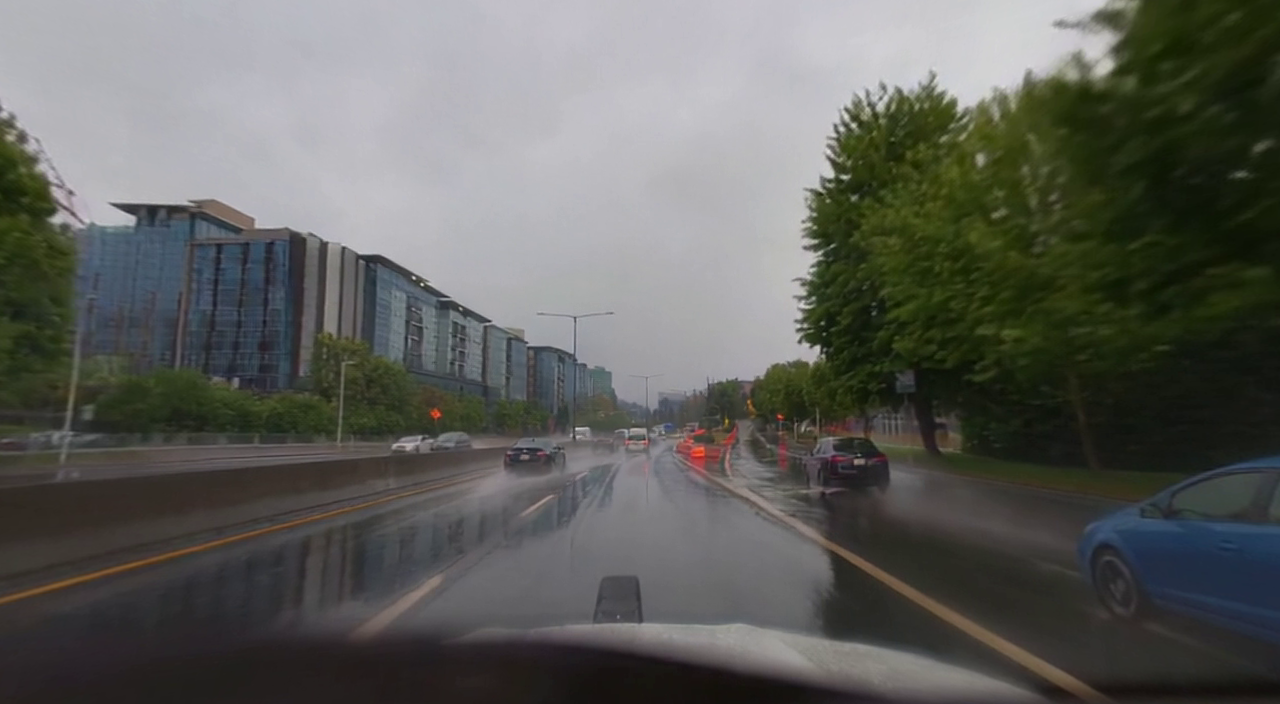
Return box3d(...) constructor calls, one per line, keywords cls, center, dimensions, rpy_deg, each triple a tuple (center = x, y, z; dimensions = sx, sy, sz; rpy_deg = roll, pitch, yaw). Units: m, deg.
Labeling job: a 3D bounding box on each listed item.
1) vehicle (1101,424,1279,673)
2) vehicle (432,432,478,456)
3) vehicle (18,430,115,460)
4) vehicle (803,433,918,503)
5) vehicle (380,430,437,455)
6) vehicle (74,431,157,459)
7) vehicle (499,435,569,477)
box3d(cls="vehicle", center=(4.668, 1.098, 3.198), dimensions=(1.784, 1.471, 3.935), rpy_deg=(0, -8, 3))
box3d(cls="vehicle", center=(-13.333, 6.640, 45.683), dimensions=(1.857, 1.657, 4.331), rpy_deg=(0, -8, 3))
box3d(cls="vehicle", center=(-33.712, 5.477, 37.165), dimensions=(1.806, 1.653, 3.792), rpy_deg=(-1, -8, 9))
box3d(cls="vehicle", center=(5.284, 2.768, 15.582), dimensions=(1.913, 1.499, 3.581), rpy_deg=(-1, -8, 7))
box3d(cls="vehicle", center=(-17.052, 6.669, 46.661), dimensions=(2.237, 1.776, 4.812), rpy_deg=(0, -8, 2))
box3d(cls="vehicle", center=(-31.049, 5.492, 37.376), dimensions=(1.681, 1.575, 3.449), rpy_deg=(-1, -8, 7))
box3d(cls="vehicle", center=(-3.884, 3.864, 23.807), dimensions=(1.848, 1.406, 4.013), rpy_deg=(0, -8, 2))
